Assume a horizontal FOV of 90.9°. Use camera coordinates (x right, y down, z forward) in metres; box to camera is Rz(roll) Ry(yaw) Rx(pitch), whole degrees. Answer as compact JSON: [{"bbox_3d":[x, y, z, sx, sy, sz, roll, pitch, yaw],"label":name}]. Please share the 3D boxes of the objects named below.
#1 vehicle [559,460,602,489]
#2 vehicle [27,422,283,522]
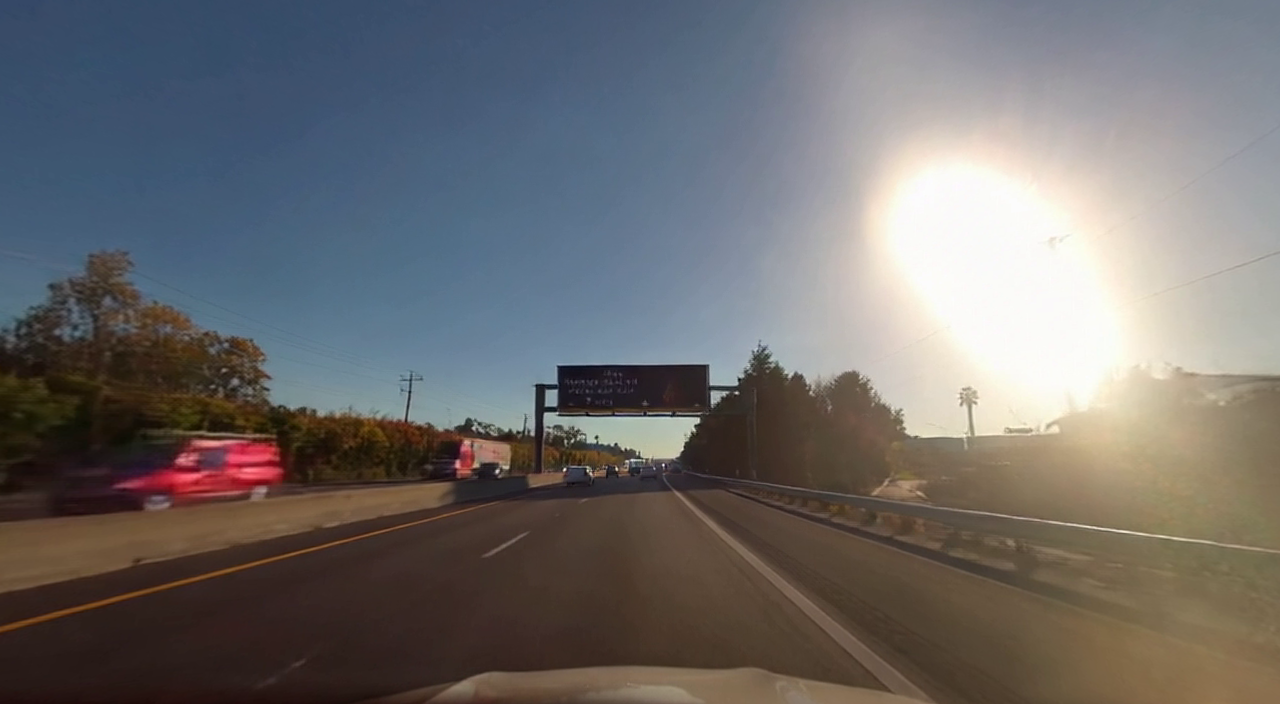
[{"bbox_3d":[-3.742,7.883,40.683,2.160,1.721,4.368,1,-11,2],"label":"vehicle"},{"bbox_3d":[-12.557,3.219,17.080,2.282,2.189,5.633,1,-11,1],"label":"vehicle"}]
